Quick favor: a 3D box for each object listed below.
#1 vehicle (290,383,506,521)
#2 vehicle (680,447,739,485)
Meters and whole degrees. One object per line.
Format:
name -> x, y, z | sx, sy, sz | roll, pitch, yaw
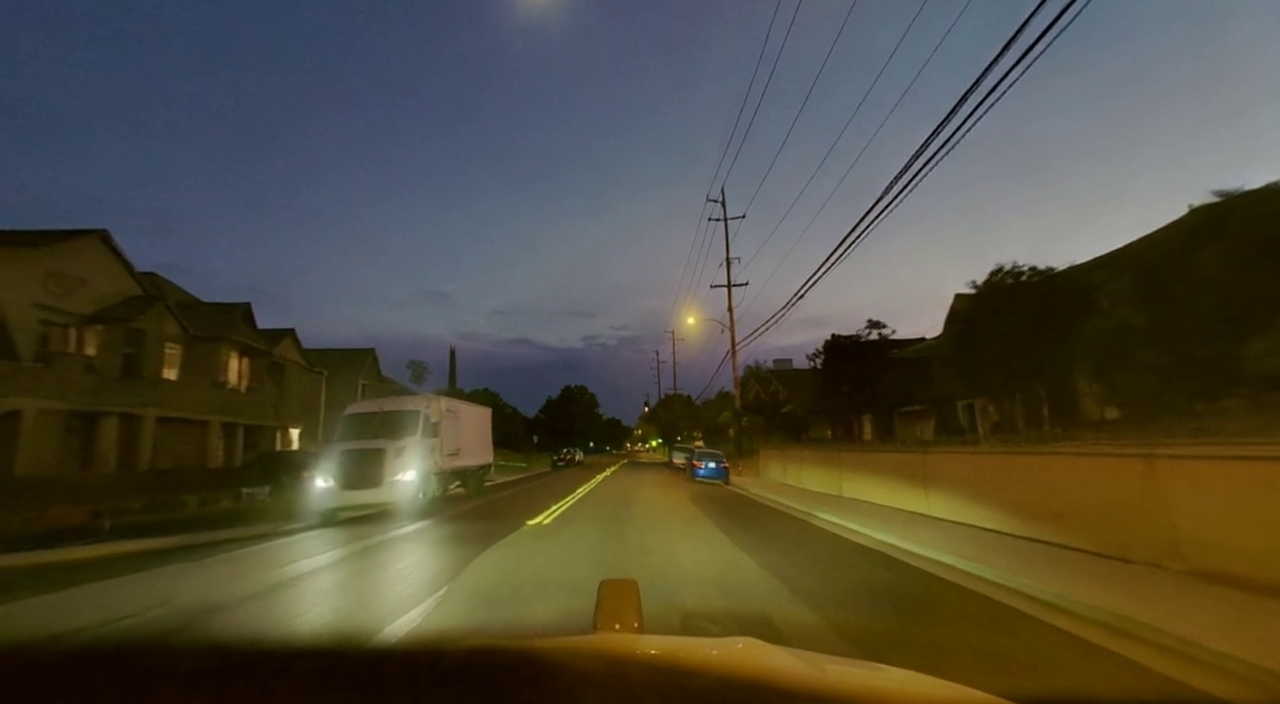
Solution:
vehicle -> -6.546, 2.964, 18.923 | 3.197, 3.187, 7.847 | -1, -9, 2
vehicle -> 2.900, 4.882, 27.331 | 1.890, 1.463, 4.952 | 0, -9, -1
